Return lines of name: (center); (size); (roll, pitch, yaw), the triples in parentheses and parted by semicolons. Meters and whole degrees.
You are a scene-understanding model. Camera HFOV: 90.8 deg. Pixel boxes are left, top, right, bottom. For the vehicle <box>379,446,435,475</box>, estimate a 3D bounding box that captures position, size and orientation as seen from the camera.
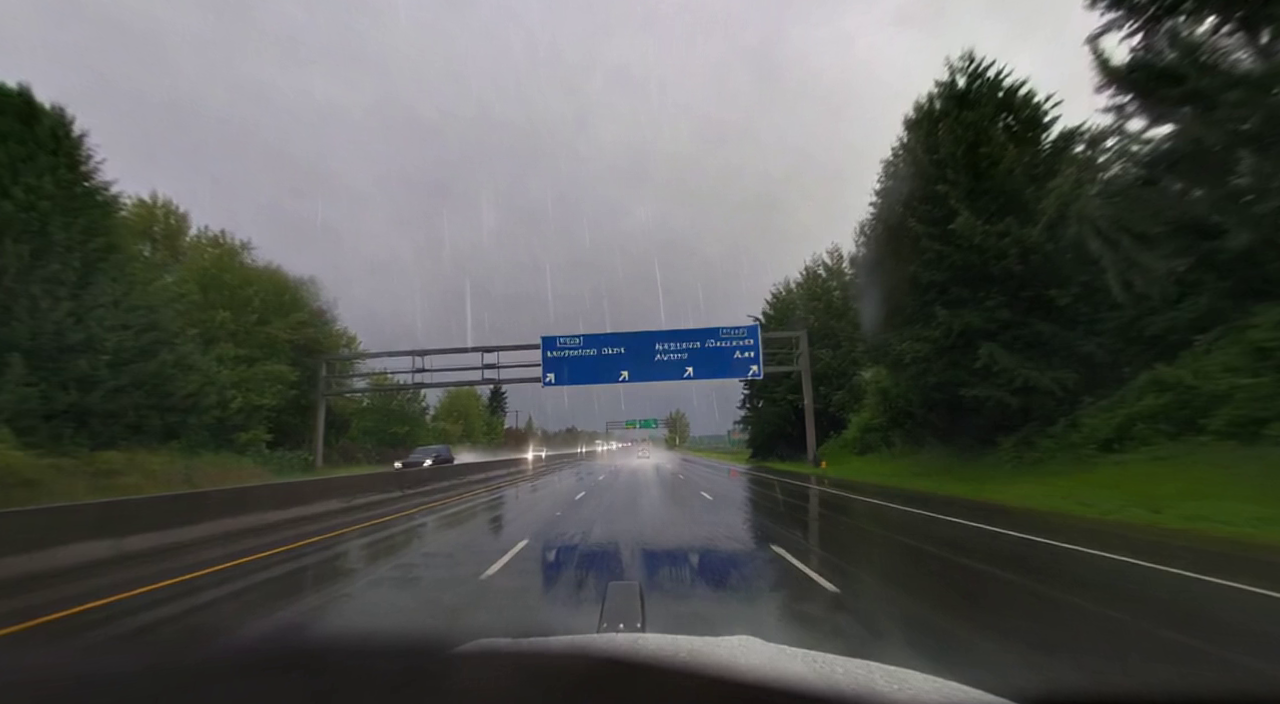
vehicle: (-14.351, 6.683, 39.061); (1.859, 1.707, 4.177); (0, -9, 0)
